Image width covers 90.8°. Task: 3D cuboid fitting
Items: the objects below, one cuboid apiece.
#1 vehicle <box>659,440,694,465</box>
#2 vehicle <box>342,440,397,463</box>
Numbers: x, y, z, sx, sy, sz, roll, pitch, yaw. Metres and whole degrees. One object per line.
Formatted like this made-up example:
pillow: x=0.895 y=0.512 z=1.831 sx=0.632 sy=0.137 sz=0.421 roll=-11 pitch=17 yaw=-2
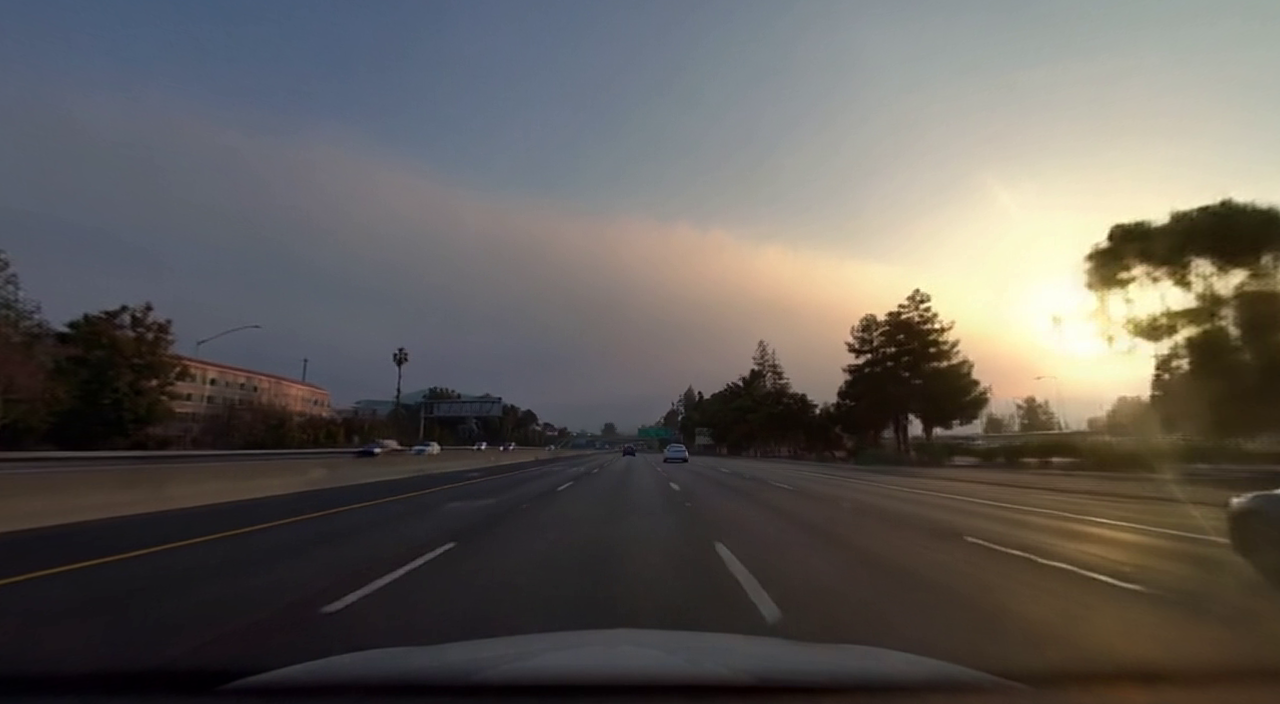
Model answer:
vehicle: x=2.515 y=7.095 z=44.801 sx=2.127 sy=1.692 sz=4.382 roll=0 pitch=-9 yaw=-1
vehicle: x=-18.160 y=6.701 z=42.625 sx=1.887 sy=1.491 sz=4.016 roll=0 pitch=-9 yaw=0
